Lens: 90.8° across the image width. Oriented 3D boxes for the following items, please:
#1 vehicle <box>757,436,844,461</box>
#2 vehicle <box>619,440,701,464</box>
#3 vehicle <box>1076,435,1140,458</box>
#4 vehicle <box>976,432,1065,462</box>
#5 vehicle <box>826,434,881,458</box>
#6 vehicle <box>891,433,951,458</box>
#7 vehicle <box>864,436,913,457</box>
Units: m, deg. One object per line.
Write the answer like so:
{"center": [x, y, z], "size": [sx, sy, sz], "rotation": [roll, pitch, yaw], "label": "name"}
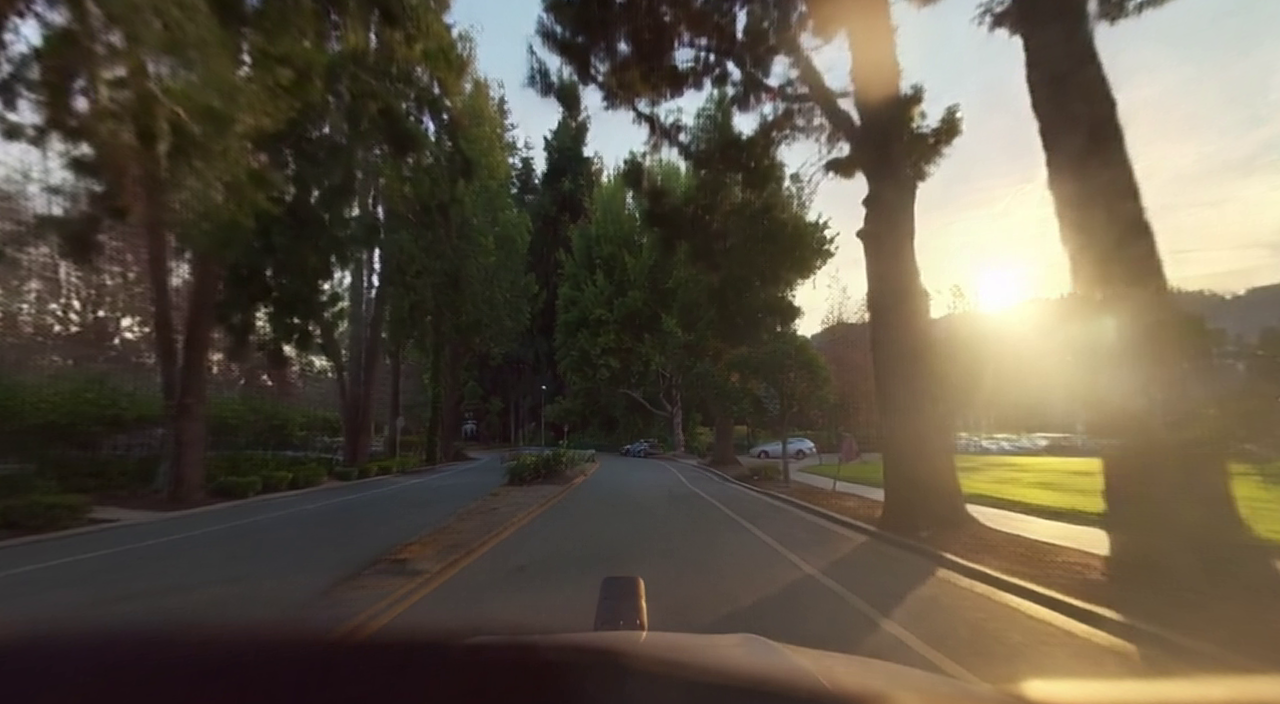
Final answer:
{"center": [10.088, 6.106, 39.983], "size": [4.870, 1.507, 2.073], "rotation": [-1, -8, 0], "label": "vehicle"}
{"center": [1.309, 6.593, 41.816], "size": [4.890, 1.478, 2.253], "rotation": [-6, -10, 31], "label": "vehicle"}
{"center": [36.077, 7.301, 48.834], "size": [1.790, 1.665, 3.807], "rotation": [1, -8, -4], "label": "vehicle"}
{"center": [21.107, 5.297, 35.113], "size": [3.830, 1.429, 1.890], "rotation": [4, -10, -10], "label": "vehicle"}
{"center": [15.449, 6.863, 46.064], "size": [2.073, 1.642, 4.468], "rotation": [0, -8, -6], "label": "vehicle"}
{"center": [20.670, 6.895, 46.623], "size": [2.023, 1.736, 4.227], "rotation": [1, -8, -8], "label": "vehicle"}
{"center": [17.942, 6.858, 45.729], "size": [1.673, 1.436, 3.700], "rotation": [1, -8, -8], "label": "vehicle"}
